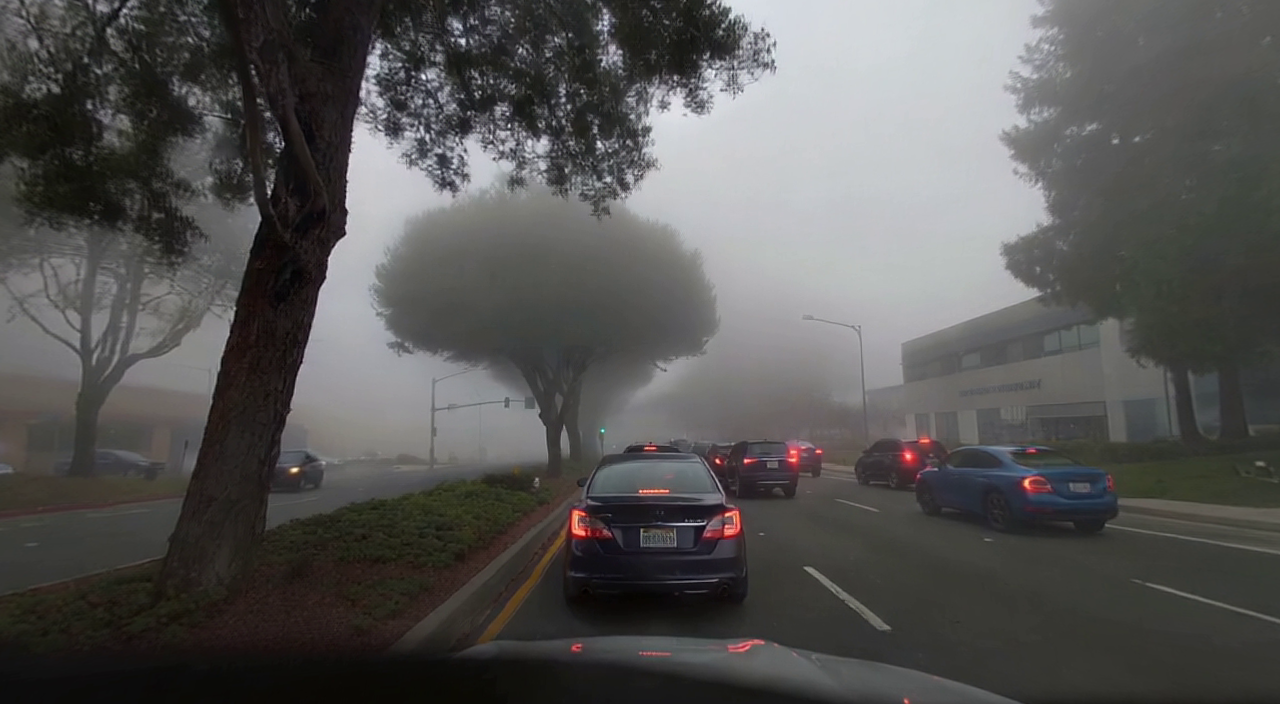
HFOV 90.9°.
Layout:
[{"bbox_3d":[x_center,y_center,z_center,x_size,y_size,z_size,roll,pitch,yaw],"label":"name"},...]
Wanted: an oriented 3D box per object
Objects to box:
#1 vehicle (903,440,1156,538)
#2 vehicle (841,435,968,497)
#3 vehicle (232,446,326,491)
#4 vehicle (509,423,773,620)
[{"bbox_3d":[6.831,2.398,11.791,1.911,1.468,4.417,0,-8,0],"label":"vehicle"},{"bbox_3d":[7.883,3.414,19.328,1.963,1.637,4.527,0,-8,1],"label":"vehicle"},{"bbox_3d":[-15.620,5.006,27.563,2.163,1.743,4.428,1,-9,-11],"label":"vehicle"},{"bbox_3d":[-0.020,1.597,6.996,1.977,1.465,4.376,0,-8,-1],"label":"vehicle"}]
